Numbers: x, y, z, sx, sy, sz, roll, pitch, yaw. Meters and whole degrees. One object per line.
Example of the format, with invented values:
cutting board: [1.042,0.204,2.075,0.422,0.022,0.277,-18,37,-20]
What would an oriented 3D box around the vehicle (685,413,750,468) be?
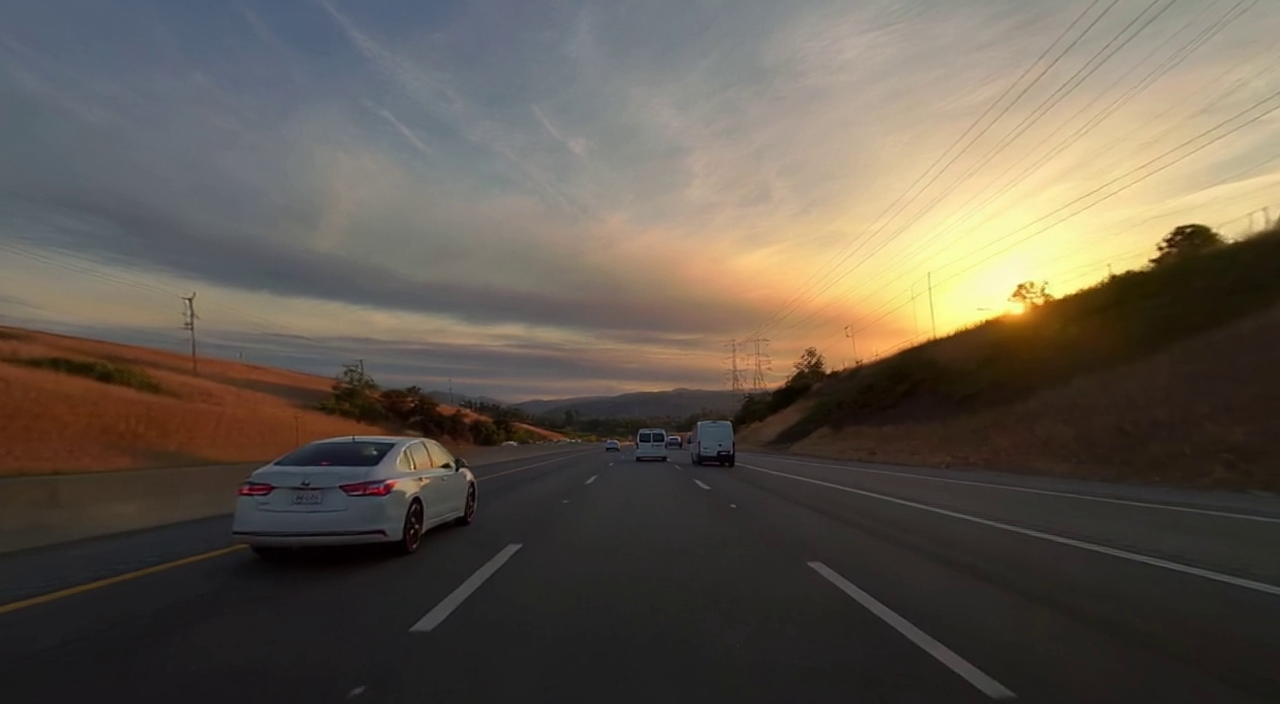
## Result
vehicle: [3.658,4.299,30.840,2.348,2.429,5.172,0,-8,-2]

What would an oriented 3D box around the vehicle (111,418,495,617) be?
vehicle: [-3.041,1.531,6.928,1.890,1.490,4.202,0,-8,0]

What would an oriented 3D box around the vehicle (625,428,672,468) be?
vehicle: [0.367,4.681,31.068,2.159,1.811,4.238,0,-8,-1]
